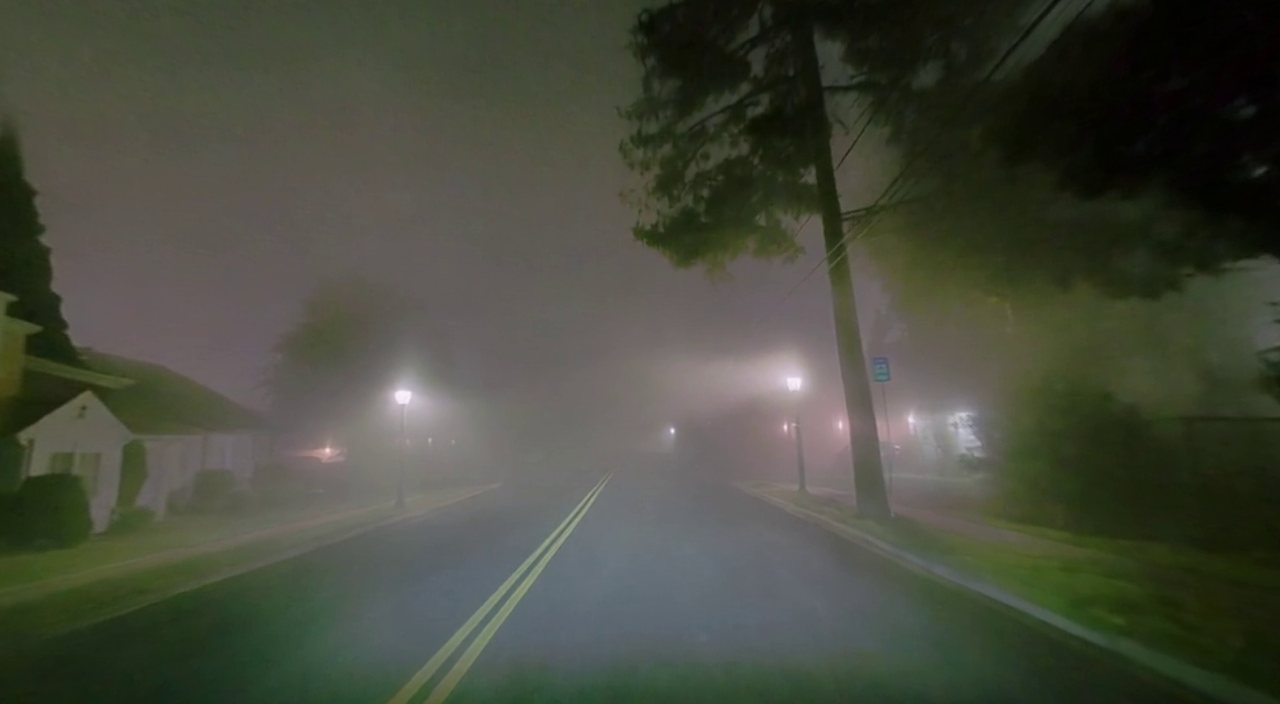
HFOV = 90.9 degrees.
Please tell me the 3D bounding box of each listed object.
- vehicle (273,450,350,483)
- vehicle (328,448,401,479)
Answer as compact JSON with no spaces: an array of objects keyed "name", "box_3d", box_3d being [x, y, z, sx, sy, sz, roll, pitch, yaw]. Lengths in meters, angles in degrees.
[{"name":"vehicle","box_3d":[-17.707,6.148,34.221,1.903,1.500,4.214,-1,-7,1]},{"name":"vehicle","box_3d":[-14.837,6.022,34.276,1.830,1.495,4.641,0,-8,1]}]
